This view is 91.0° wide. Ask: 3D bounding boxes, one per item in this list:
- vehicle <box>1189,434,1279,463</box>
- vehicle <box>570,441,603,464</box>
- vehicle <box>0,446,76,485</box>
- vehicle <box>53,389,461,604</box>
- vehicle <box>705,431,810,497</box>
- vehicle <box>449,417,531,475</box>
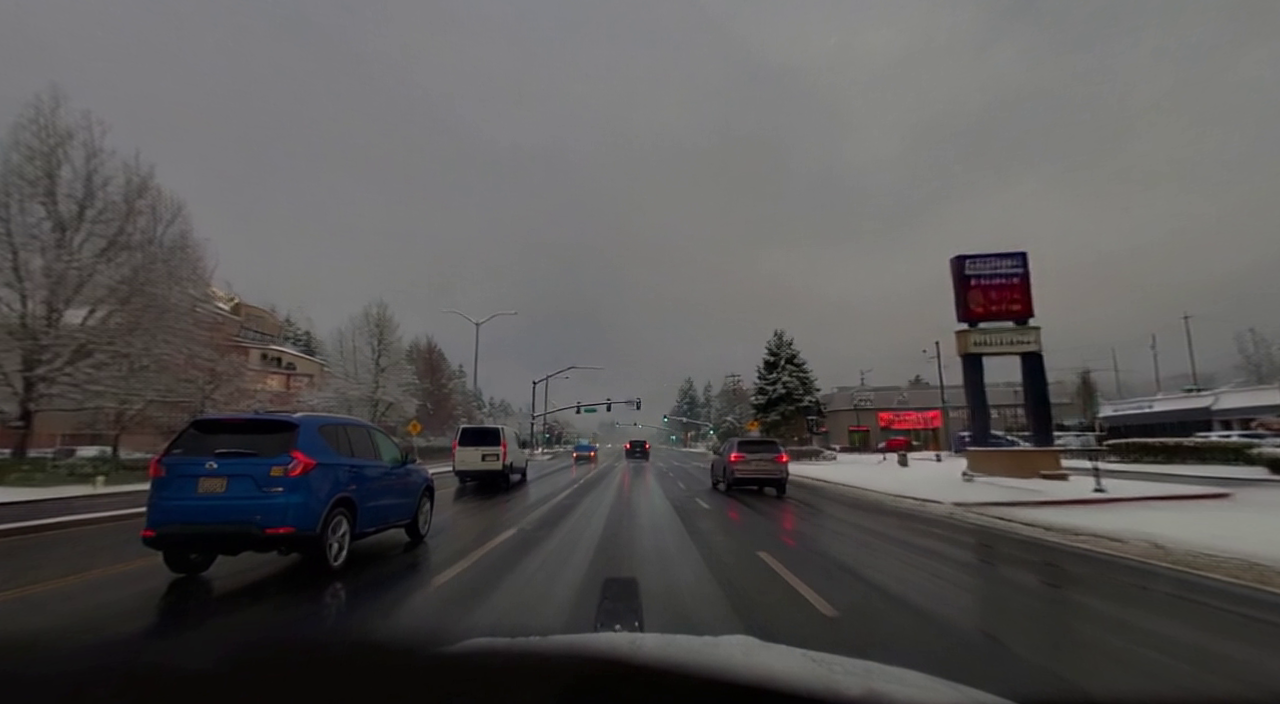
[{"bbox_3d":[38.875,6.250,40.647,2.009,1.754,4.928,1,-9,-7],"label":"vehicle"},{"bbox_3d":[-4.091,7.855,49.207,2.133,1.677,4.727,0,-9,1],"label":"vehicle"},{"bbox_3d":[-30.169,5.327,29.829,4.590,1.757,2.157,0,-9,-2],"label":"vehicle"},{"bbox_3d":[-3.774,1.512,7.400,2.038,1.748,4.303,0,-9,0],"label":"vehicle"},{"bbox_3d":[3.457,3.422,19.586,2.167,1.792,4.835,0,-9,-2],"label":"vehicle"},{"bbox_3d":[-7.391,4.778,31.949,2.863,2.592,6.410,1,-9,-3],"label":"vehicle"}]
